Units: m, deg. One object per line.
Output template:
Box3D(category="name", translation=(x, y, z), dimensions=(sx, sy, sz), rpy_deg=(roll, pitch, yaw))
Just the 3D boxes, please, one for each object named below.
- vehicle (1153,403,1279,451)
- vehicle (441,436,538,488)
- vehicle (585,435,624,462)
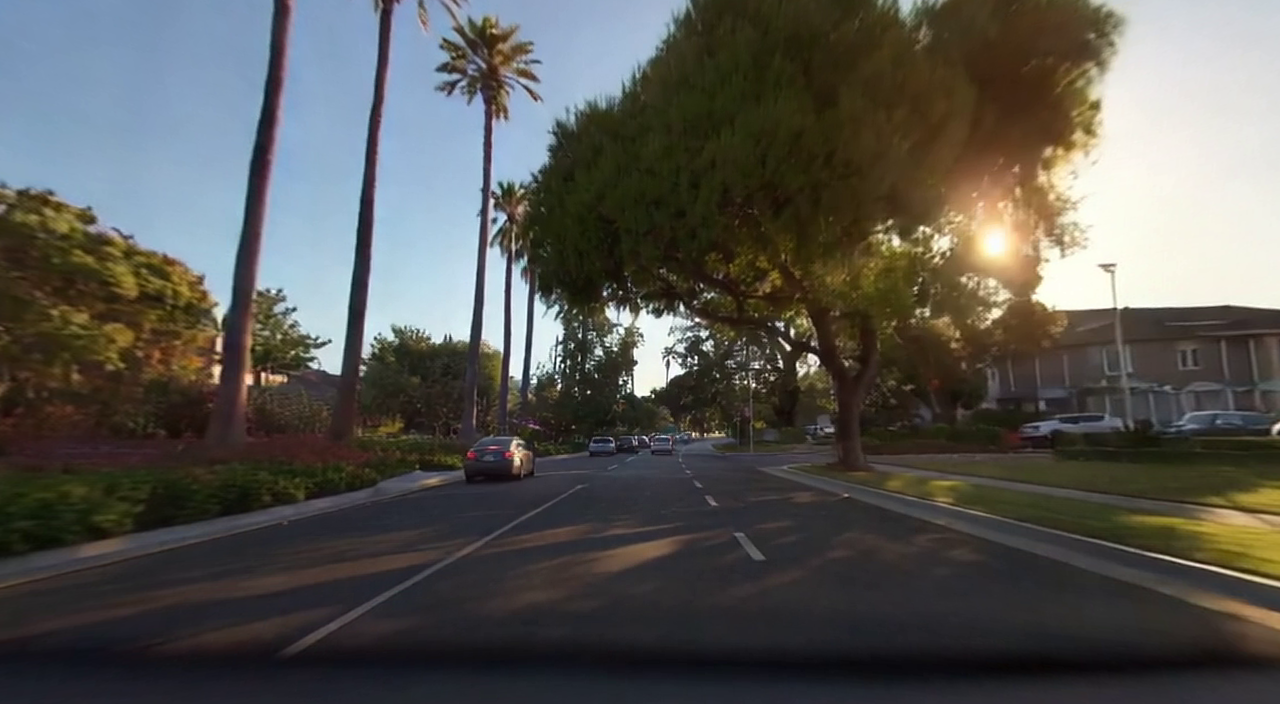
Box3D(category="vehicle", translation=(21.459, 2.692, 22.420), dimensions=(4.366, 1.617, 2.096), rpy_deg=(0, -8, 0))
Box3D(category="vehicle", translation=(-4.625, 3.444, 20.020), dimensions=(2.036, 1.478, 4.508), rpy_deg=(0, -8, -1))
Box3D(category="vehicle", translation=(-2.437, 6.860, 44.740), dimensions=(2.188, 1.819, 4.667), rpy_deg=(-1, -8, 4))
